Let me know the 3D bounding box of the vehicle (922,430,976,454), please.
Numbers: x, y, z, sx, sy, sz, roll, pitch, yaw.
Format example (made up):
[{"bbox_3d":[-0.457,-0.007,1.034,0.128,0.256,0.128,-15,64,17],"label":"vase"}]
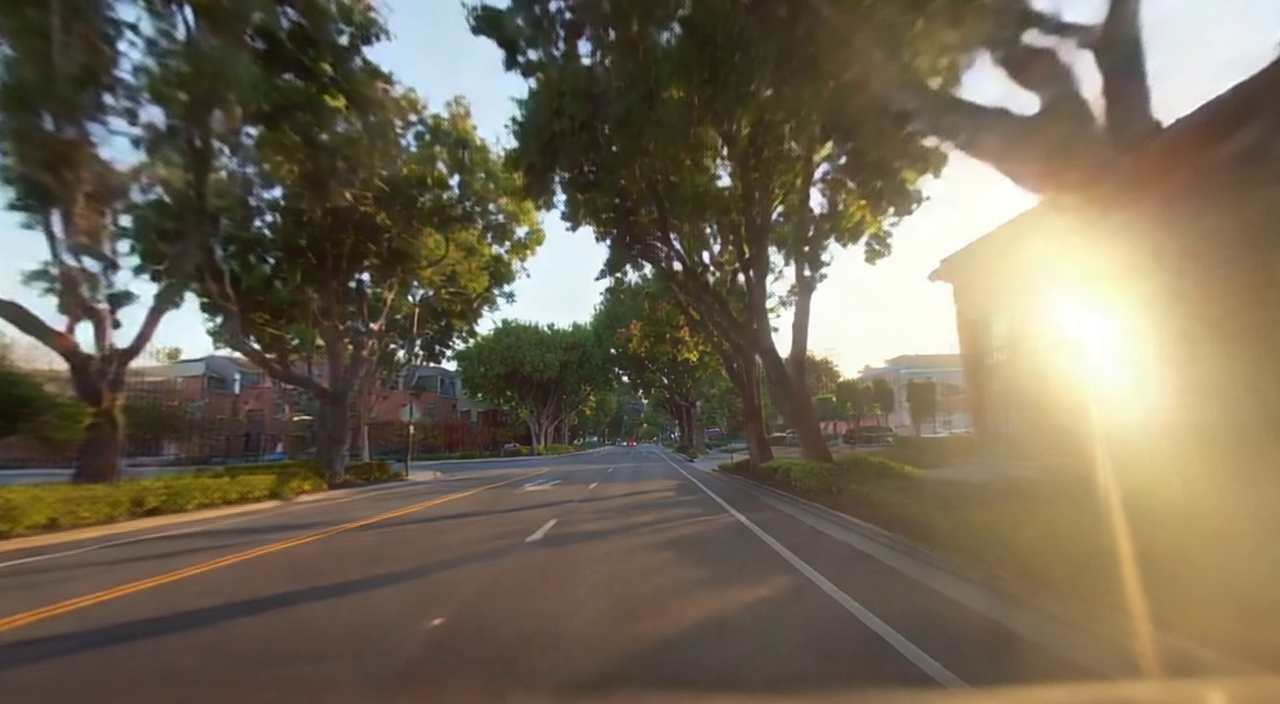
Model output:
[{"bbox_3d":[20.809,6.068,42.537,1.766,1.560,3.695,0,-8,0],"label":"vehicle"}]

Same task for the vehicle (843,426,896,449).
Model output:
[{"bbox_3d":[15.425,5.808,42.638,1.866,1.420,4.447,0,-8,0],"label":"vehicle"}]

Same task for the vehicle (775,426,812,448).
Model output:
[{"bbox_3d":[12.006,6.687,49.585,2.036,1.636,4.995,0,-8,5],"label":"vehicle"}]
